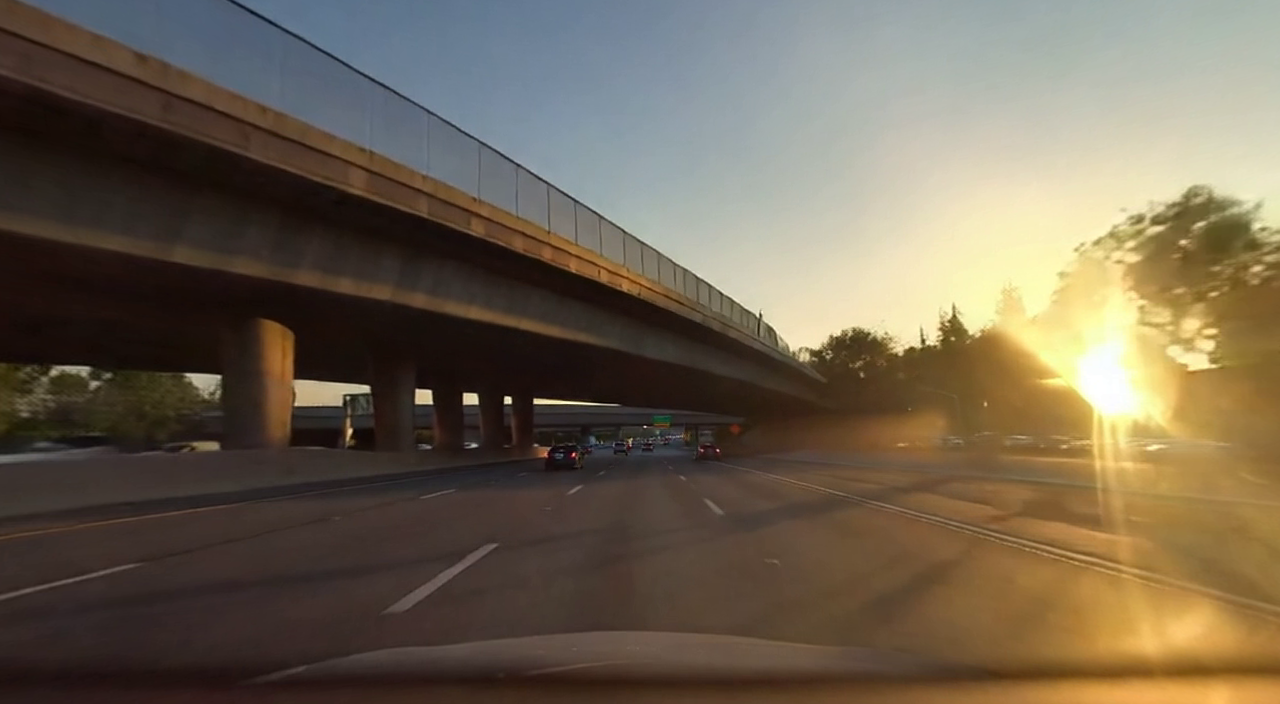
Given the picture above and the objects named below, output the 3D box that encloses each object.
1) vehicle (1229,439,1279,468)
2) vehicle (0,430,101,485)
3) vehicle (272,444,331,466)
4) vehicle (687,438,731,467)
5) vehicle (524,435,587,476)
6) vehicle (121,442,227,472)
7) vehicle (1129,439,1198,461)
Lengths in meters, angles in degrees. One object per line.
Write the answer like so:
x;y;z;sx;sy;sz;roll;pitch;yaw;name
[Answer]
36.859;5.822;36.350;3.856;1.480;1.766;-3;-8;0;vehicle
-21.027;3.371;20.251;2.244;1.684;5.795;0;-8;1;vehicle
-24.466;7.451;45.778;1.774;1.501;4.471;0;-8;1;vehicle
4.227;6.275;39.487;2.229;1.704;4.392;0;-8;0;vehicle
-3.775;4.717;28.982;2.196;1.733;4.355;0;-8;1;vehicle
-28.417;6.406;38.768;2.158;1.692;5.672;0;-8;1;vehicle
37.044;6.966;44.691;3.350;1.347;1.608;-3;-8;-1;vehicle
